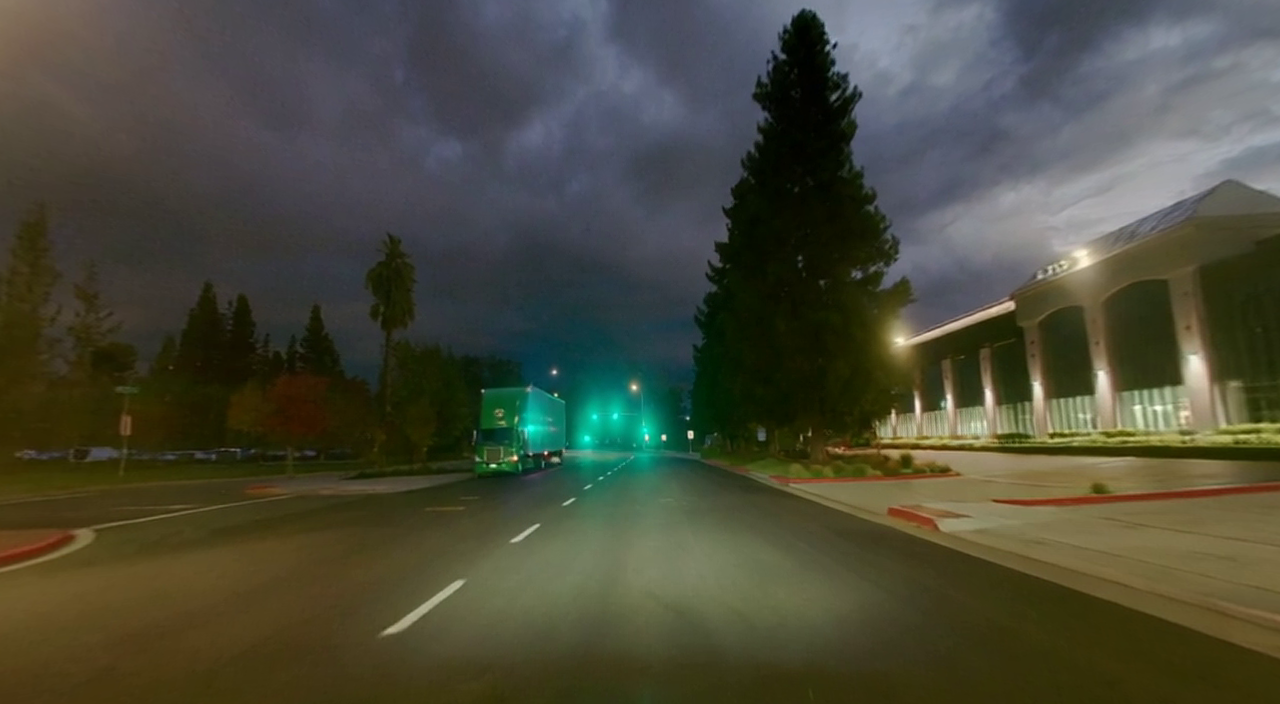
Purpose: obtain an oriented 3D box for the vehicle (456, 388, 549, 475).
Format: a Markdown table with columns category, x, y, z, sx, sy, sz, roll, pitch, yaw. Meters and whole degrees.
| category | x | y | z | sx | sy | sz | roll | pitch | yaw |
| --- | --- | --- | --- | --- | --- | --- | --- | --- | --- |
| vehicle | -6.995 | 4.304 | 33.595 | 3.053 | 4.058 | 8.110 | 0 | -8 | 0 |
